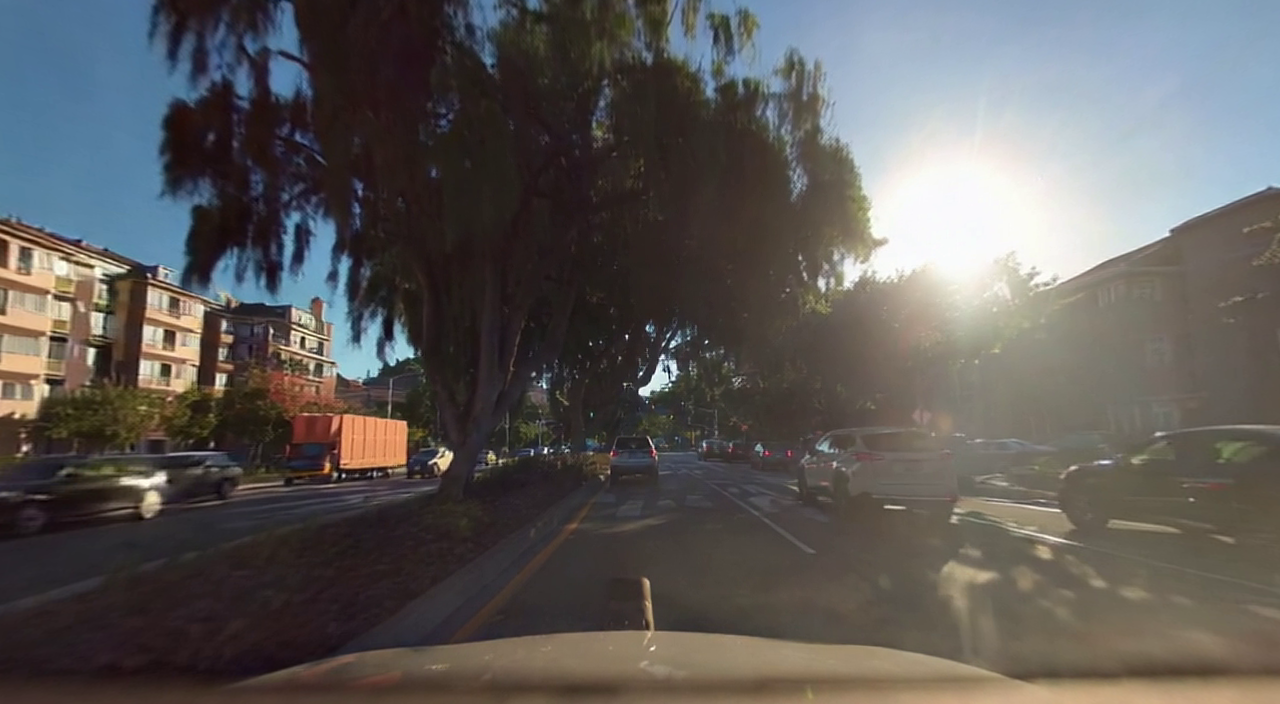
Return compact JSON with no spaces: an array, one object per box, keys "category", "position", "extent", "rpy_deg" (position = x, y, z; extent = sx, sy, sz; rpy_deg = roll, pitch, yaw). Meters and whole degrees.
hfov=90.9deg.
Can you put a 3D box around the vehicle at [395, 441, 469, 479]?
[{"category":"vehicle","position":[-10.517,5.465,32.218],"extent":[2.142,1.742,4.523],"rpy_deg":[0,-8,1]}]

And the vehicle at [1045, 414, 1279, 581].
[{"category":"vehicle","position":[7.207,1.571,7.243],"extent":[2.133,1.583,4.496],"rpy_deg":[0,-8,1]}]

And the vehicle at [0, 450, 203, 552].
[{"category":"vehicle","position":[-10.377,2.503,11.260],"extent":[1.907,1.471,4.410],"rpy_deg":[0,-8,1]}]

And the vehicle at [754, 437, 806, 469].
[{"category":"vehicle","position":[7.866,5.711,35.852],"extent":[1.971,1.722,4.341],"rpy_deg":[0,-8,0]}]

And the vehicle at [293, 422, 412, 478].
[{"category":"vehicle","position":[-19.914,6.913,44.815],"extent":[3.233,3.473,10.664],"rpy_deg":[0,-8,1]}]

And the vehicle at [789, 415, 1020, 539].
[{"category":"vehicle","position":[4.170,2.055,10.974],"extent":[2.100,1.689,4.501],"rpy_deg":[0,-8,1]}]

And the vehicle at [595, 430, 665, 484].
[{"category":"vehicle","position":[-0.347,3.871,23.473],"extent":[2.332,1.798,4.546],"rpy_deg":[0,-8,0]}]
